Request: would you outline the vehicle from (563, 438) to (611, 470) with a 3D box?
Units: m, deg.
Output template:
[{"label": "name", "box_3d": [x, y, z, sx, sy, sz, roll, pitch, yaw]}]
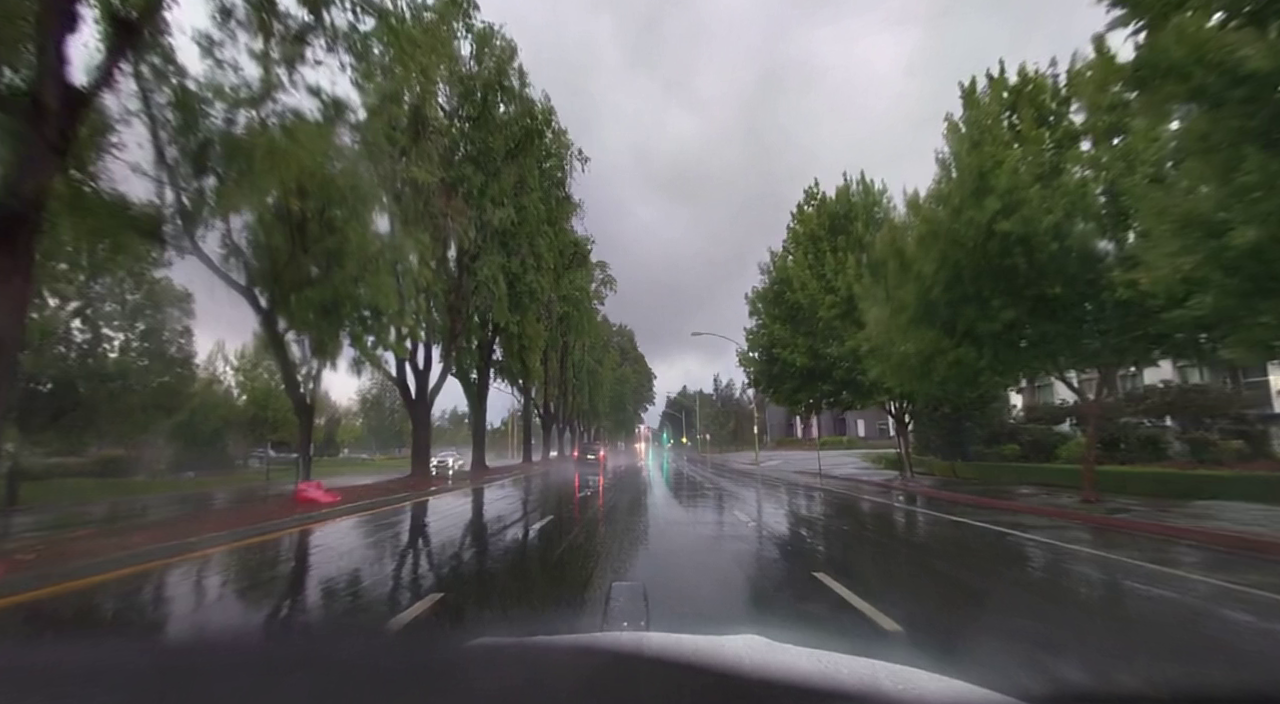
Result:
[{"label": "vehicle", "box_3d": [-2.961, 5.845, 36.216, 2.283, 1.716, 4.395, 0, -8, 2]}]
